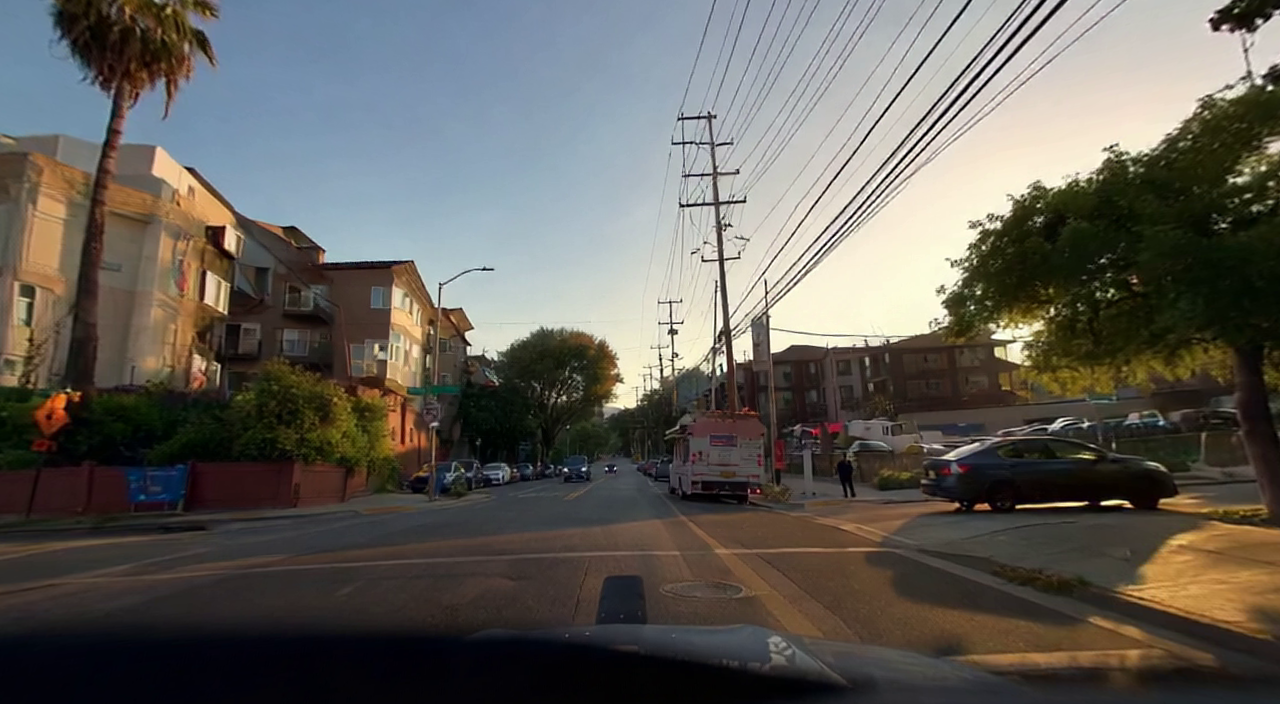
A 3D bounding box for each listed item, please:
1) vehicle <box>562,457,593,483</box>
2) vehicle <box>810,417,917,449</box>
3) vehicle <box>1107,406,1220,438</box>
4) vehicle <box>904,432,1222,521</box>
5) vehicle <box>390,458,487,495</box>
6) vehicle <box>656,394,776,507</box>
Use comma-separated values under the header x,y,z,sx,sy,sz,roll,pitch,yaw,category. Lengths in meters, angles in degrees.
x,y,z,sx,sy,sz,roll,pitch,yaw,category
-4.672,8.830,47.491,1.952,1.708,4.096,0,-8,-1,vehicle
10.579,3.864,30.045,4.396,1.459,1.749,0,-8,-3,vehicle
27.824,3.736,33.669,4.413,1.608,1.858,0,-8,-3,vehicle
7.992,2.340,12.235,4.857,1.525,1.976,1,-8,-6,vehicle
-11.504,7.050,36.114,5.093,1.855,2.338,3,-9,-21,vehicle
2.362,3.495,22.740,2.886,3.321,7.809,0,-8,-3,vehicle
